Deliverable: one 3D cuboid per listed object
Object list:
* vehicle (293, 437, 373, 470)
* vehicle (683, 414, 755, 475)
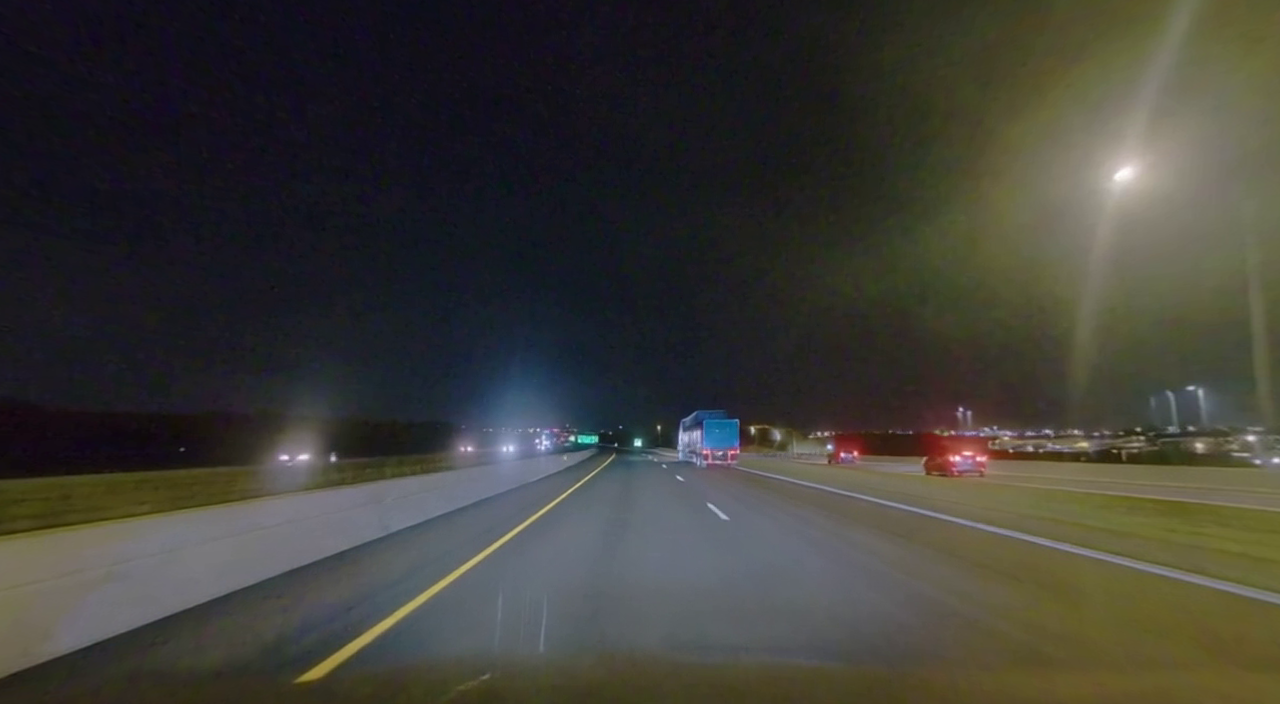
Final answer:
[{"bbox_3d":[-17.573,5.825,36.456,2.038,1.756,5.218,0,-8,0],"label":"vehicle"},{"bbox_3d":[3.462,4.267,29.025,2.430,2.495,6.062,0,-8,-1],"label":"vehicle"}]
